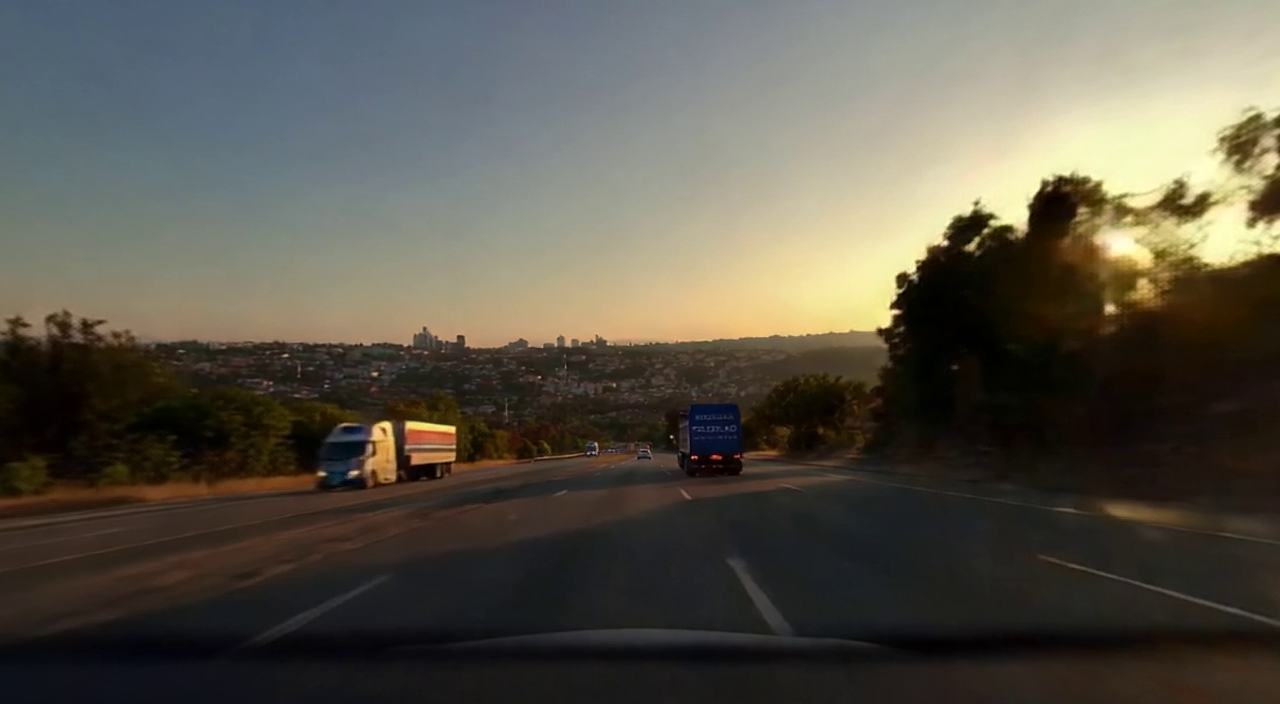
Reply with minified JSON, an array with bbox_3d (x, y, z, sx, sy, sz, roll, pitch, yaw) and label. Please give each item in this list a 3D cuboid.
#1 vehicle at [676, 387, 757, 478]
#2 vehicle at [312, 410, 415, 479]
[{"bbox_3d":[3.968,4.712,35.988,3.341,4.269,12.252,0,-9,1],"label":"vehicle"},{"bbox_3d":[-15.922,5.442,36.937,2.892,3.651,6.549,0,-9,1],"label":"vehicle"}]
